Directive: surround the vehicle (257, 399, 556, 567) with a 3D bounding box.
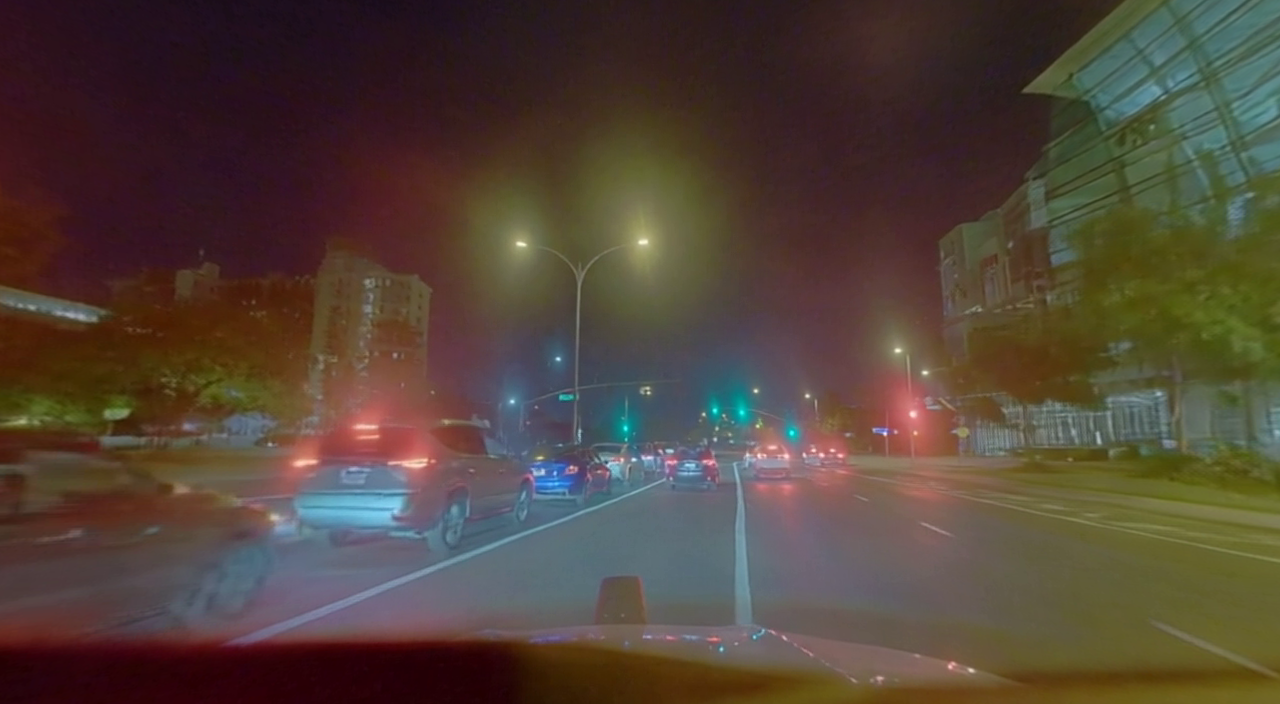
[{"bbox_3d":[-3.025,1.845,9.475,2.142,1.834,4.588,-4,-9,10],"label":"vehicle"}]

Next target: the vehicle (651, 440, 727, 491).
[{"bbox_3d":[1.830,3.851,21.807,2.205,1.537,4.895,-1,-8,9],"label":"vehicle"}]

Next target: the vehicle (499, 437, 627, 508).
[{"bbox_3d":[-1.823,3.060,16.413,2.068,1.525,4.452,-4,-9,10],"label":"vehicle"}]

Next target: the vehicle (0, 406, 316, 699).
[{"bbox_3d":[-4.273,1.061,3.406,1.868,1.514,4.870,-1,-8,9],"label":"vehicle"}]

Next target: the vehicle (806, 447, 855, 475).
[{"bbox_3d":[11.263,6.465,37.452,2.120,1.497,4.323,-1,-8,8],"label":"vehicle"}]

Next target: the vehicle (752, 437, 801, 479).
[{"bbox_3d":[6.539,5.093,30.510,2.102,1.815,4.716,-1,-8,10],"label":"vehicle"}]
